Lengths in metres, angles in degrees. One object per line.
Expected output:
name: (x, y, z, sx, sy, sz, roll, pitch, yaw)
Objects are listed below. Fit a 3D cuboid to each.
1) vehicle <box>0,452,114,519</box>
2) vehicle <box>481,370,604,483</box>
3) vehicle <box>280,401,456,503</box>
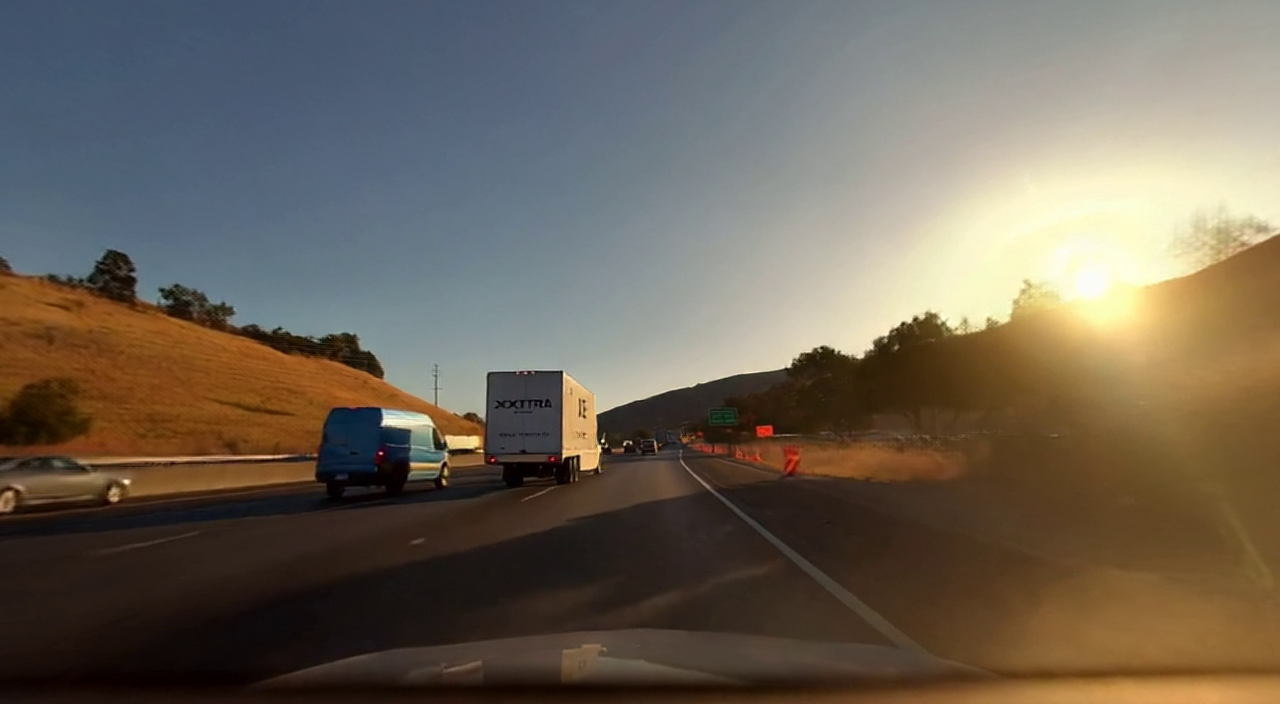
vehicle: (-15.501, 3.142, 14.921, 1.901, 1.487, 4.622, 0, -8, 3)
vehicle: (-3.778, 3.360, 27.461, 3.183, 4.011, 9.617, 0, -8, 4)
vehicle: (-7.930, 3.029, 19.346, 2.469, 2.615, 5.874, 0, -8, 3)
